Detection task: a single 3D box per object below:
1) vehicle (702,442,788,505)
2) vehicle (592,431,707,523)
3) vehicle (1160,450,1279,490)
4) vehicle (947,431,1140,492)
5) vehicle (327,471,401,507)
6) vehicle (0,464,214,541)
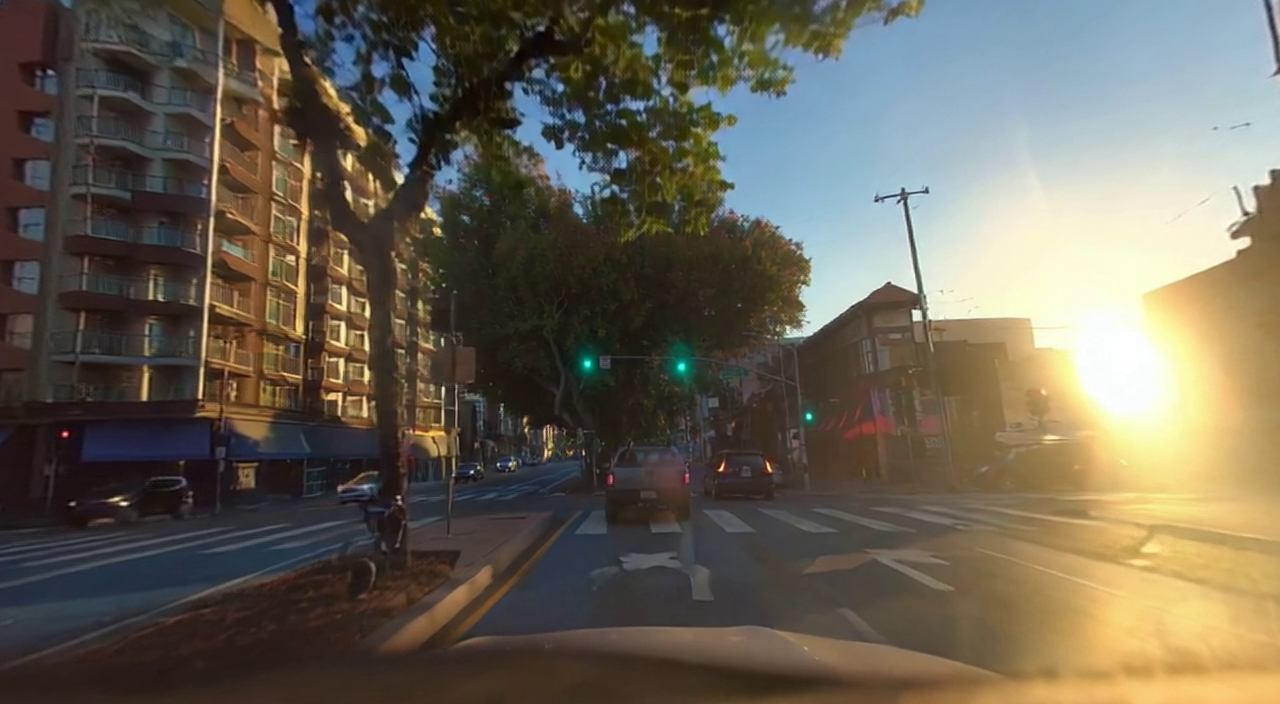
[{"bbox_3d":[3.220,3.793,20.149,1.939,1.746,4.091,0,-9,-2],"label":"vehicle"},{"bbox_3d":[0.154,2.734,14.313,2.209,1.748,4.130,0,-9,-1],"label":"vehicle"},{"bbox_3d":[23.071,4.582,24.679,3.919,1.446,1.721,0,-9,-2],"label":"vehicle"},{"bbox_3d":[14.031,3.855,22.272,5.156,2.005,2.122,-1,-9,6],"label":"vehicle"},{"bbox_3d":[-14.165,7.045,32.689,1.856,1.521,4.309,0,-9,0],"label":"vehicle"},{"bbox_3d":[-17.330,4.838,21.065,2.185,1.998,5.820,0,-9,-1],"label":"vehicle"}]
